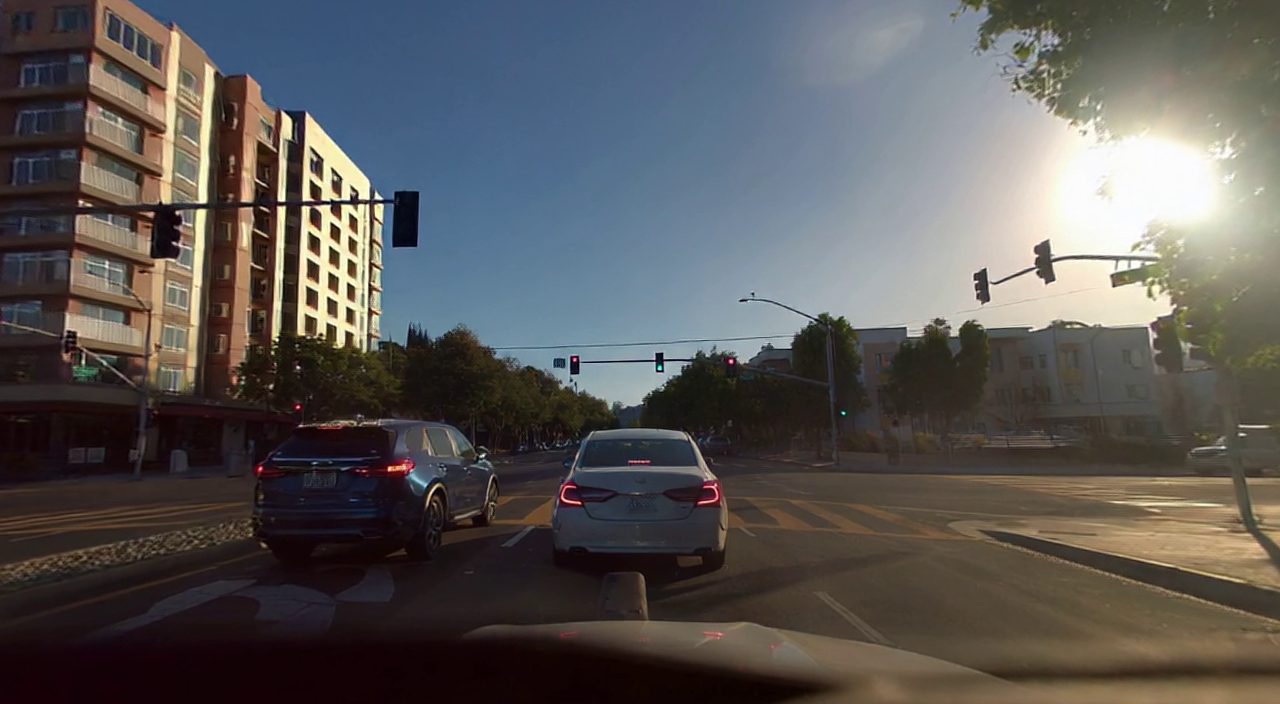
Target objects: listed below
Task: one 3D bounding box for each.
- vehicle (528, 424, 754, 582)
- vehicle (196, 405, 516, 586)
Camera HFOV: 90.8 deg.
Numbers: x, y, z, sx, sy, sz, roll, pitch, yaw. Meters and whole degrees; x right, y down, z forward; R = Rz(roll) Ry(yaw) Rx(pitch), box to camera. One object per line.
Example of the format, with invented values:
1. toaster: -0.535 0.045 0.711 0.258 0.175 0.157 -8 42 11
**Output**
1. vehicle: 0.024 1.762 8.146 2.190 1.522 3.850 0 -8 1
2. vehicle: -3.174 1.704 8.343 2.081 1.719 4.434 0 -8 1
